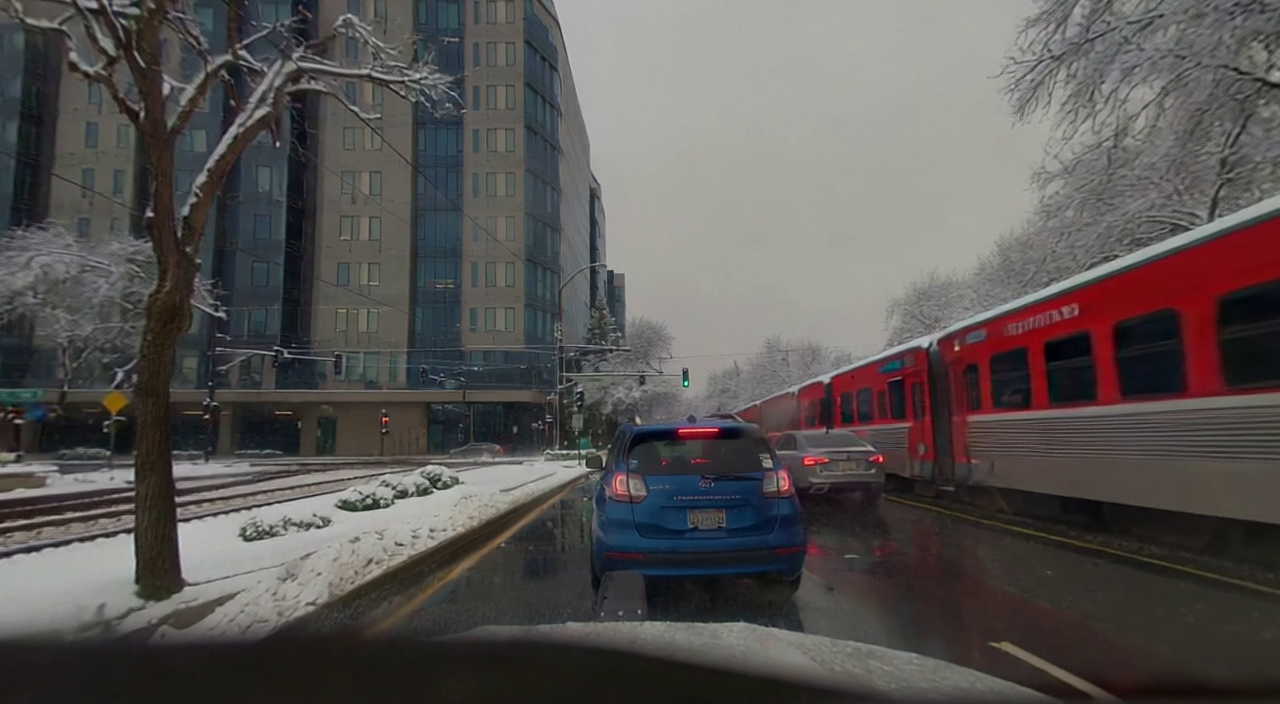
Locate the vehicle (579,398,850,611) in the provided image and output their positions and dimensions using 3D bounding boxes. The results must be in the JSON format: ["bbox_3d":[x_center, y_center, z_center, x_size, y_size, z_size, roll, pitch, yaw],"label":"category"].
[{"bbox_3d":[0.489,1.527,7.183,2.190,1.684,4.084,0,-9,-3],"label":"vehicle"}]
